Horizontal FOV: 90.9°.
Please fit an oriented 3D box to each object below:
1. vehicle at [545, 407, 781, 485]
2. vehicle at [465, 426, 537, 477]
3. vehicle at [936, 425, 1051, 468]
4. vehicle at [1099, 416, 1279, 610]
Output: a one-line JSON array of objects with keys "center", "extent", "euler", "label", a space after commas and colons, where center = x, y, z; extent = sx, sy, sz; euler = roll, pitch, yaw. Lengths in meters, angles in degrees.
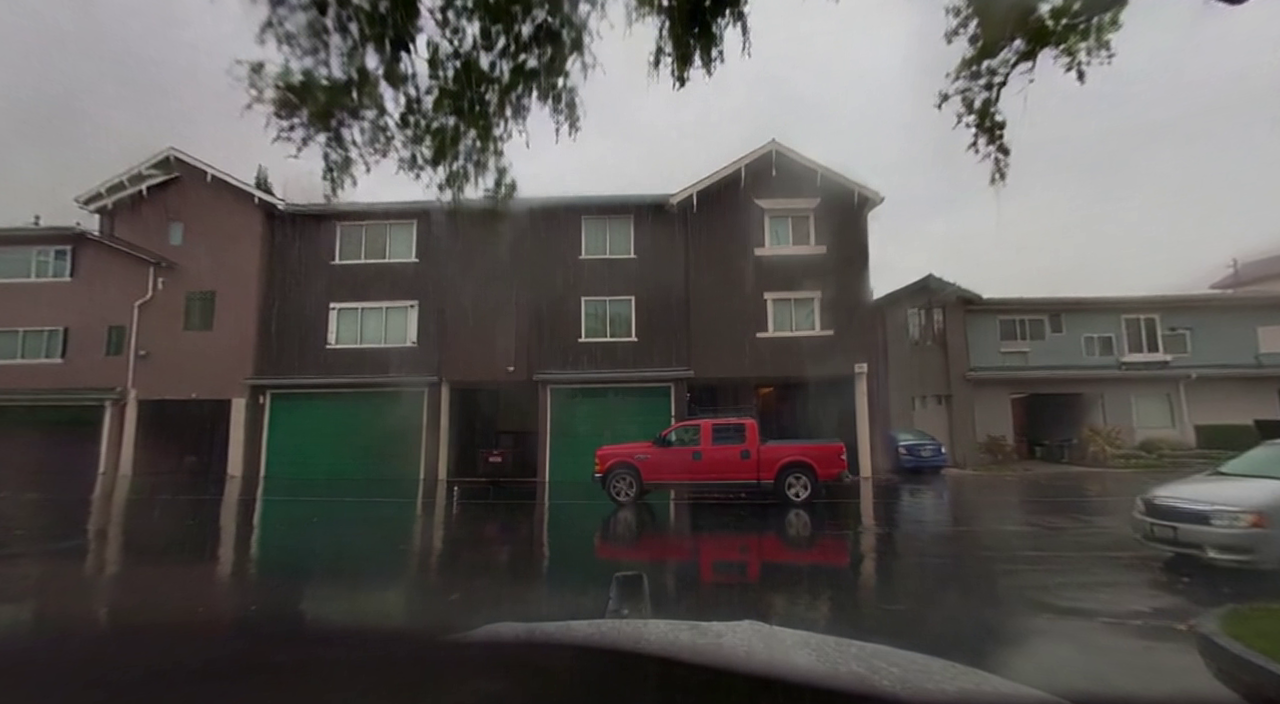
[{"center": [0.543, 2.397, 16.178], "extent": [5.600, 1.835, 2.161], "euler": [0, -8, -1], "label": "vehicle"}, {"center": [-5.261, 3.769, 24.406], "extent": [1.869, 1.460, 3.826], "euler": [-3, -3, 0], "label": "vehicle"}, {"center": [15.004, 4.046, 26.954], "extent": [3.770, 1.496, 1.951], "euler": [4, -10, 1], "label": "vehicle"}, {"center": [7.562, 1.504, 6.550], "extent": [4.074, 1.617, 2.112], "euler": [-1, -5, -7], "label": "vehicle"}]
